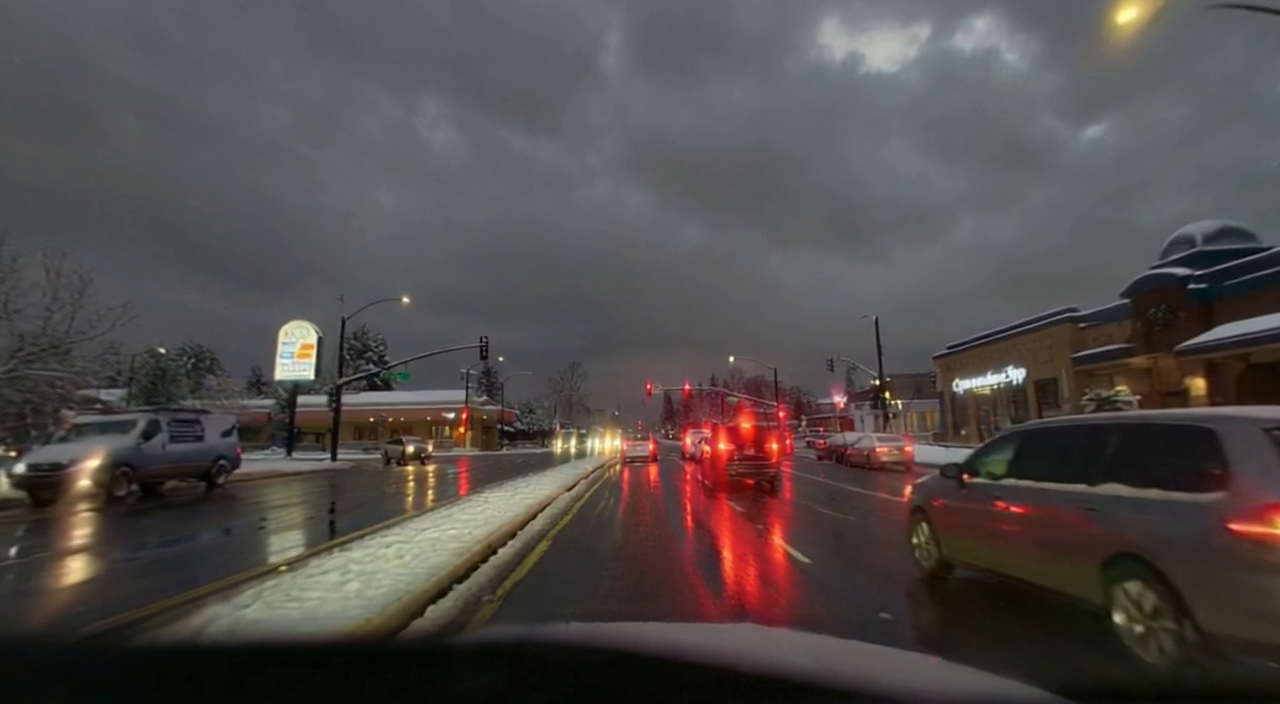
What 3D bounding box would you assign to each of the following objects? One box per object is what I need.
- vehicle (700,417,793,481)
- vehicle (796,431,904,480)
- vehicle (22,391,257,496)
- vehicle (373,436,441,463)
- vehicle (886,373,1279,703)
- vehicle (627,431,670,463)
[{"bbox_3d":[3.221,3.077,20.207,2.038,1.787,4.946,0,-8,-1],"label":"vehicle"},{"bbox_3d":[6.918,3.448,21.362,2.059,1.458,4.395,0,-8,-1],"label":"vehicle"},{"bbox_3d":[-15.298,2.880,19.989,2.371,2.799,5.978,0,-8,1],"label":"vehicle"},{"bbox_3d":[-16.004,6.629,43.181,4.554,1.751,2.106,-6,-10,36],"label":"vehicle"},{"bbox_3d":[3.505,1.083,4.198,1.932,1.517,4.430,0,-8,0],"label":"vehicle"},{"bbox_3d":[0.359,4.834,32.221,2.073,1.496,3.892,0,-8,-1],"label":"vehicle"}]
